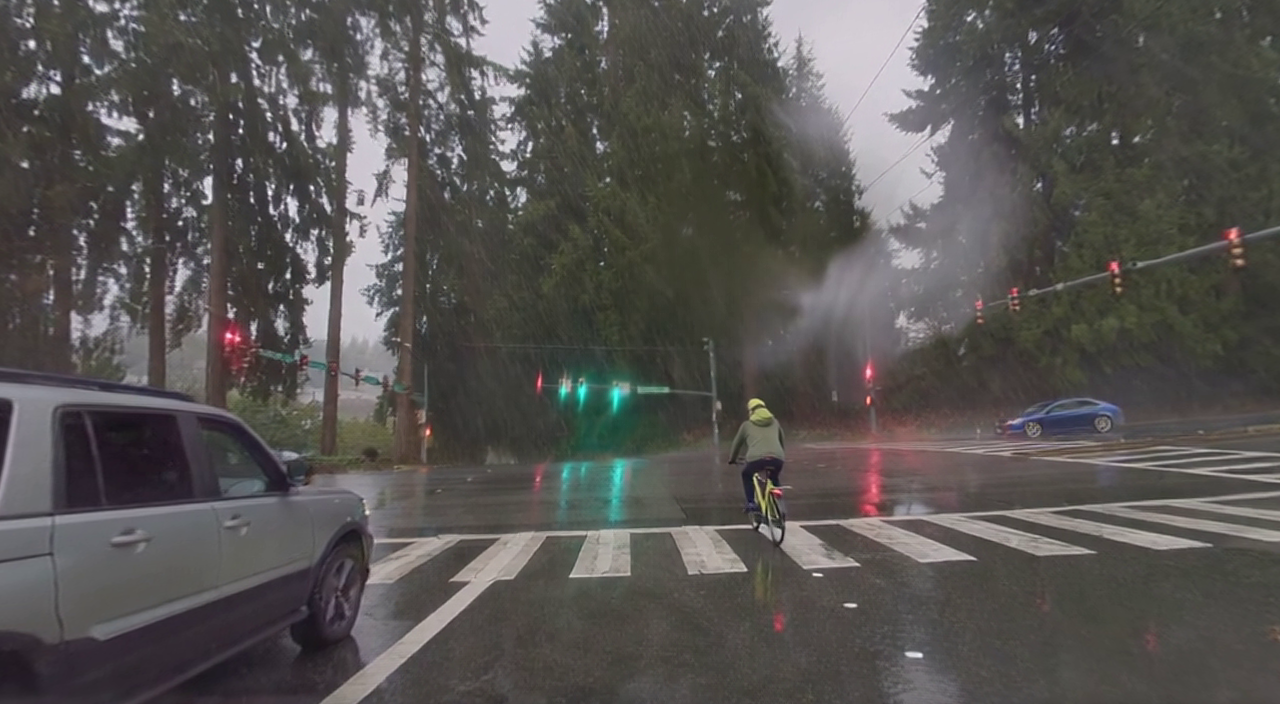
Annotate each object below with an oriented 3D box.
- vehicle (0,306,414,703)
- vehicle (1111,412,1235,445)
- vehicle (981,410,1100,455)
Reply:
[{"bbox_3d":[-2.951,0.907,2.976,2.049,1.756,4.602,0,-8,0],"label":"vehicle"},{"bbox_3d":[25.740,3.749,30.476,4.716,1.507,1.904,2,-9,-11],"label":"vehicle"},{"bbox_3d":[18.579,3.754,29.362,4.237,1.948,1.997,0,-9,-9],"label":"vehicle"}]
